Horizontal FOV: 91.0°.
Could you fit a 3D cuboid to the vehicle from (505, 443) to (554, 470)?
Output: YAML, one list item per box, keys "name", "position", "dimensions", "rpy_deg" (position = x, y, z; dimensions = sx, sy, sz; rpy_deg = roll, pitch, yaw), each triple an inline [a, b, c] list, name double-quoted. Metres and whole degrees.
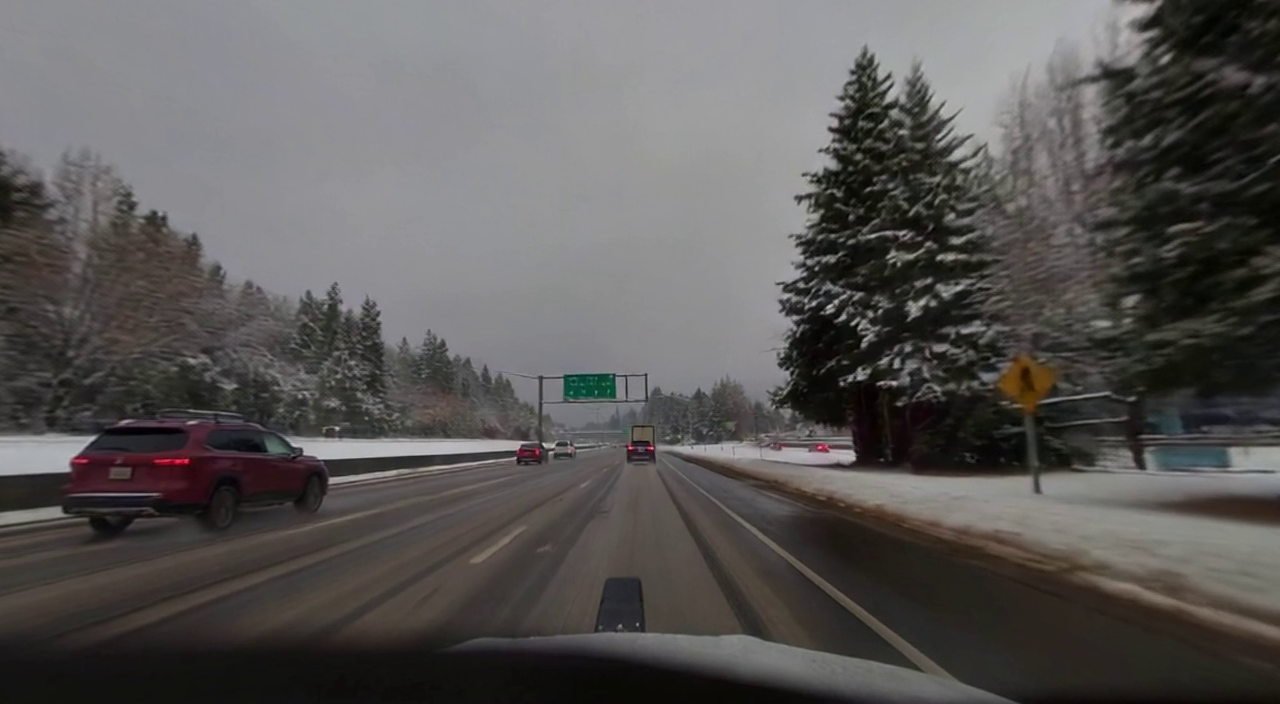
- name: "vehicle"
  position: [-6.556, 6.257, 37.851]
  dimensions: [2.074, 1.495, 4.643]
  rpy_deg: [0, -9, 0]

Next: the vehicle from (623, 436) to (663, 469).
- name: "vehicle"
  position: [0.166, 5.968, 37.502]
  dimensions: [2.245, 1.863, 4.801]
  rpy_deg: [0, -9, 0]

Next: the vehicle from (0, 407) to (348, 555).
- name: "vehicle"
  position: [-7.124, 1.991, 10.425]
  dimensions: [2.146, 1.834, 4.999]
  rpy_deg: [0, -9, 0]
